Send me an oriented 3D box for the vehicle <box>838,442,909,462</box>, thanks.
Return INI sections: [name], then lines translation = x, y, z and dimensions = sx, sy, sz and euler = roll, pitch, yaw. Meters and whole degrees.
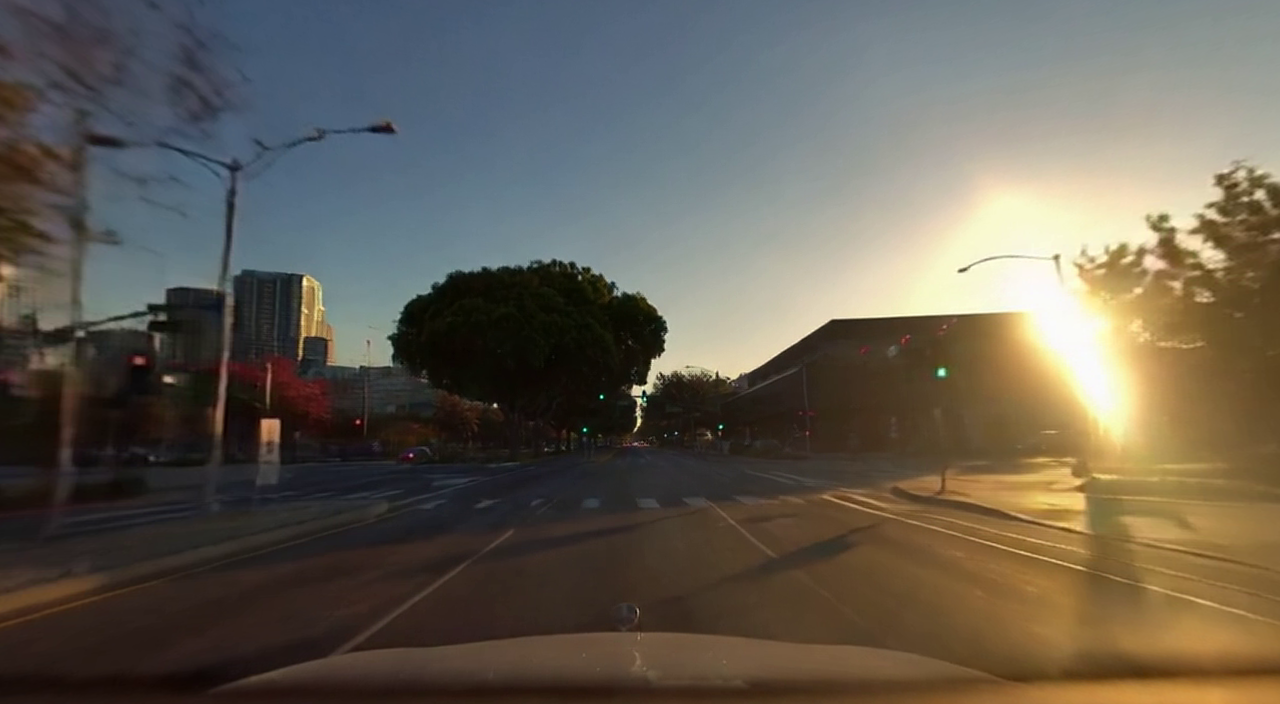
[vehicle]
translation = 17.636, 7.552, 47.657
dimensions = 4.583, 1.426, 1.892
euler = 0, -9, -3
